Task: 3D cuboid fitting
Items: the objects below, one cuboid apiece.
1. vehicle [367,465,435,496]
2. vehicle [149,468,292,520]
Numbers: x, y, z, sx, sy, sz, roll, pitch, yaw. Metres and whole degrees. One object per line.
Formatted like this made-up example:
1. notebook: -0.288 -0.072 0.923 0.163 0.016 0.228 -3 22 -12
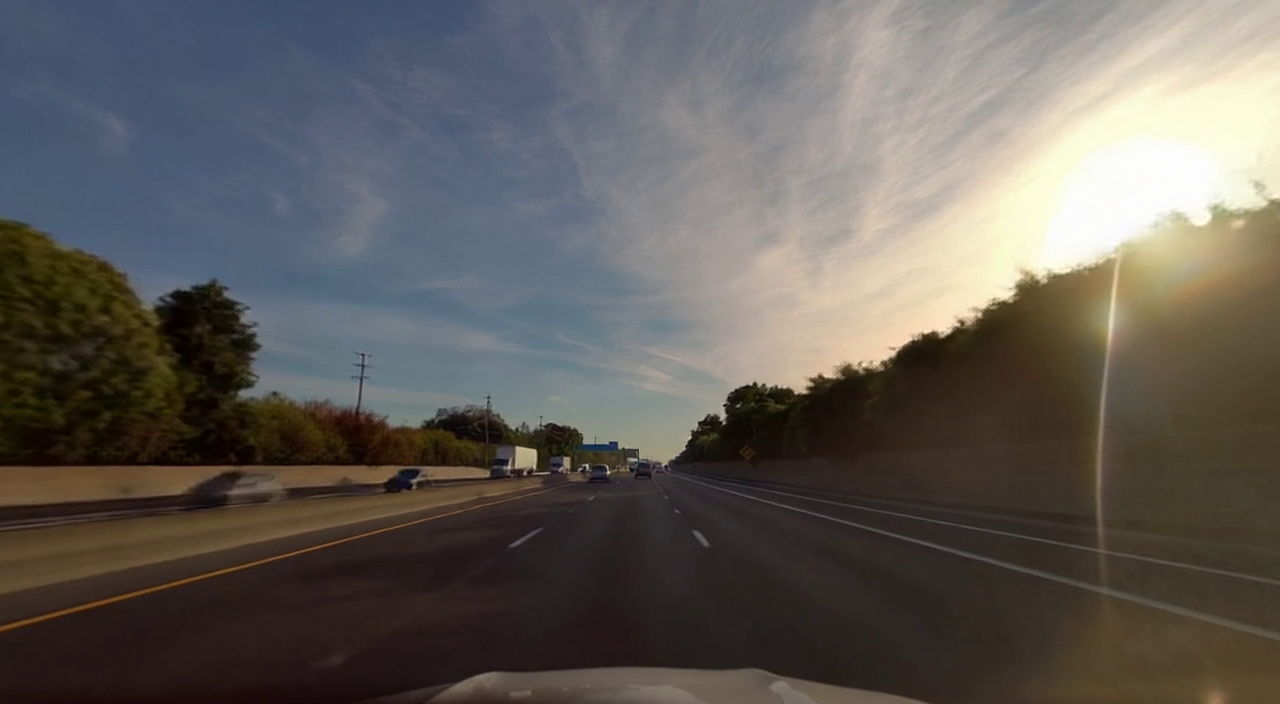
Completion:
1. vehicle: -12.525 6.774 33.283 1.958 1.472 3.922 1 -11 1
2. vehicle: -12.912 4.364 19.751 1.660 1.407 4.064 1 -11 0
